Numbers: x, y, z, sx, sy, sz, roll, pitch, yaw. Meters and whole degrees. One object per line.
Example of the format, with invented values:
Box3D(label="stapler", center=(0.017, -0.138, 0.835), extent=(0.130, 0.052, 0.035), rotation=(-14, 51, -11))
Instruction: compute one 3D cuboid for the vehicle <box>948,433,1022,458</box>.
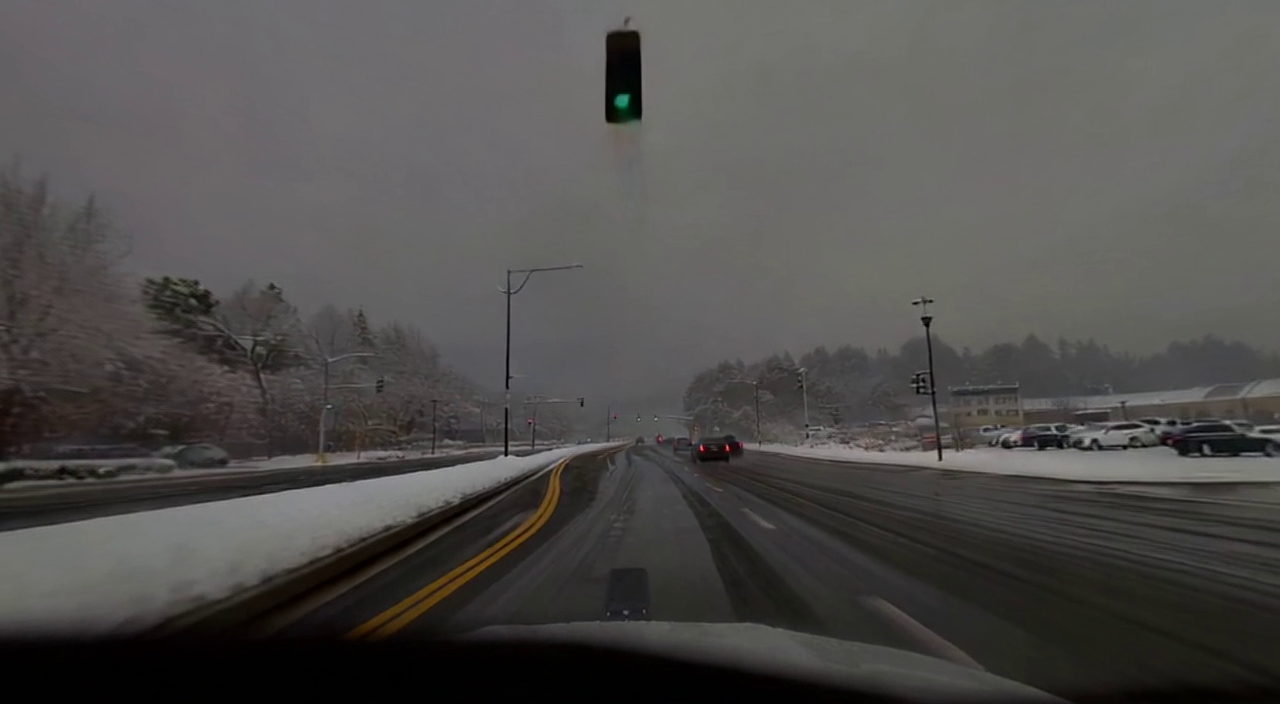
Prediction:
Box3D(label="vehicle", center=(26.386, 7.138, 48.269), extent=(4.544, 1.474, 1.772), rotation=(-4, -7, -5))

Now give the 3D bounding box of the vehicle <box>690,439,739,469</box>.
Box3D(label="vehicle", center=(3.972, 5.527, 34.291), extent=(2.038, 1.528, 4.259), rotation=(0, -8, -1))

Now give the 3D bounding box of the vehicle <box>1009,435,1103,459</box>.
Box3D(label="vehicle", center=(26.693, 6.097, 40.488), extent=(4.691, 1.436, 1.988), rotation=(0, -8, -4))
